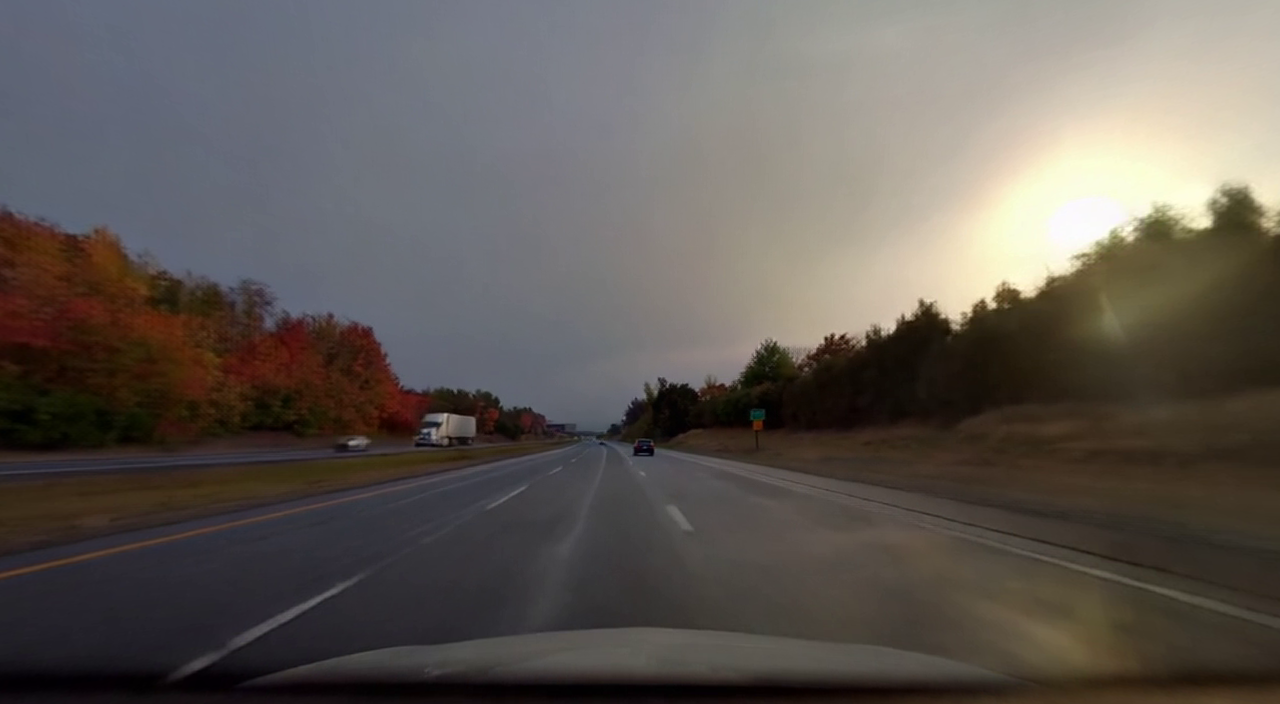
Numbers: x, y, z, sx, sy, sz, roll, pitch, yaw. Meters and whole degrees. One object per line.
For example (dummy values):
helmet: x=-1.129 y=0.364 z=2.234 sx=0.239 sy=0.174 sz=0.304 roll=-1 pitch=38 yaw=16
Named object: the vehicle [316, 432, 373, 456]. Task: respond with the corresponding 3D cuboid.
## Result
vehicle: x=-19.108 y=5.975 z=40.887 sx=1.737 sy=1.473 sz=4.119 roll=0 pitch=-8 yaw=-1
